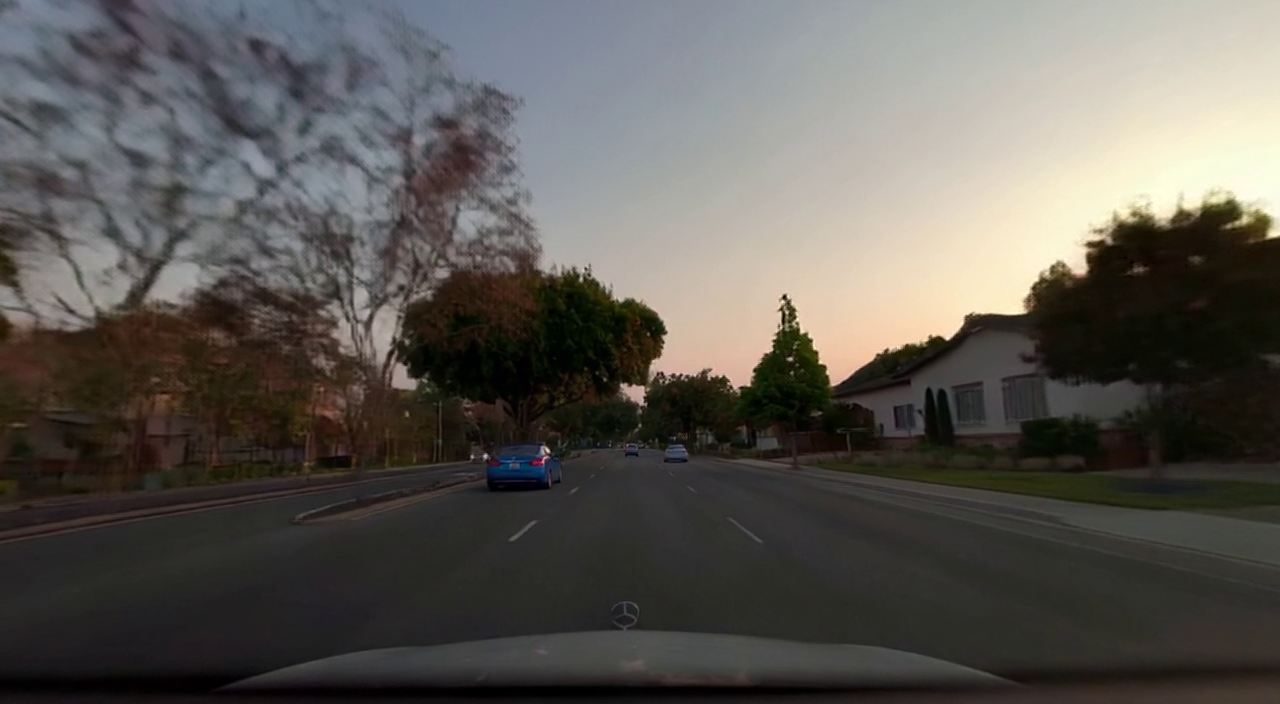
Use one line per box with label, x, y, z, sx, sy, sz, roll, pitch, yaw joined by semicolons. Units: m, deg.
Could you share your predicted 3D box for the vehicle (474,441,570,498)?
vehicle;-3.343;3.396;18.721;2.005;1.477;4.169;0;-8;0
